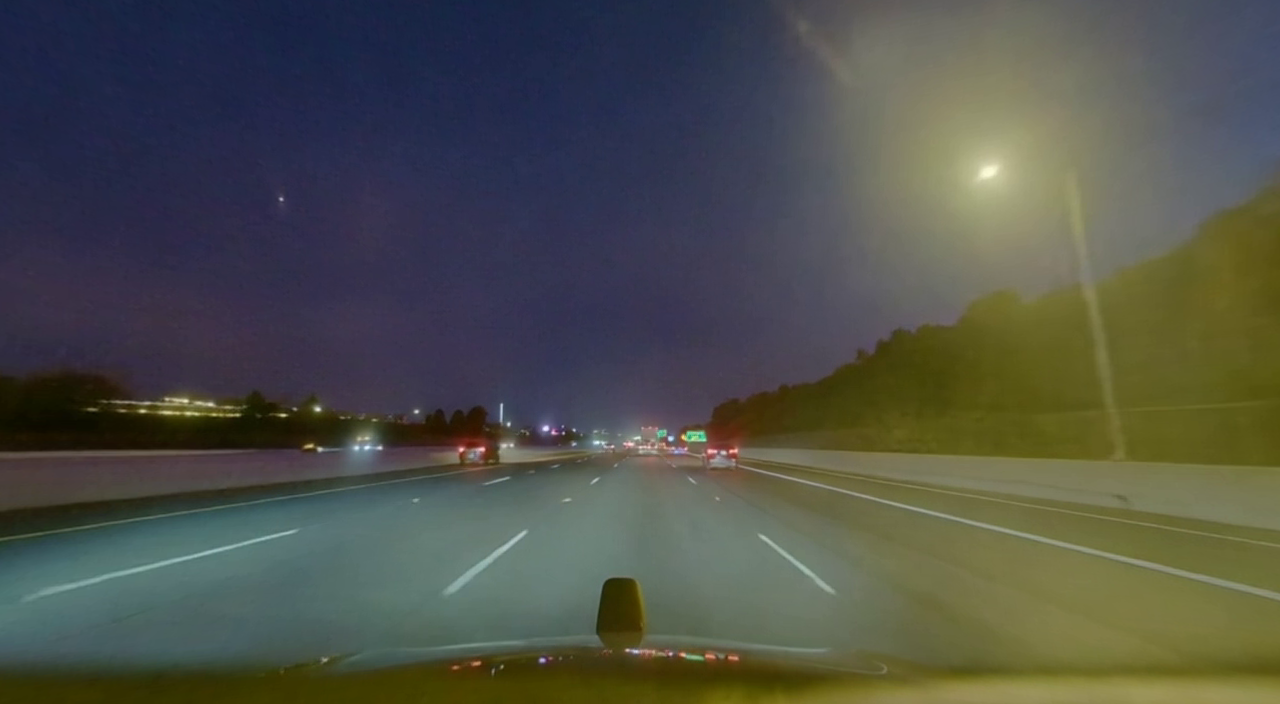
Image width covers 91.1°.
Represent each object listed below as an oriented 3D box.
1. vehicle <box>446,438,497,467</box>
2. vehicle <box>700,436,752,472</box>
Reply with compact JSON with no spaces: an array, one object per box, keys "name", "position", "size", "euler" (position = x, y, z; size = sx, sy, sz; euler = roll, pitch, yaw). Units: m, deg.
[{"name":"vehicle","position":[-10.805,6.477,40.615],"size":[1.998,1.712,4.671],"euler":[0,-8,1]},{"name":"vehicle","position":[4.234,5.098,31.486],"size":[2.046,1.655,4.143],"euler":[0,-8,0]}]
